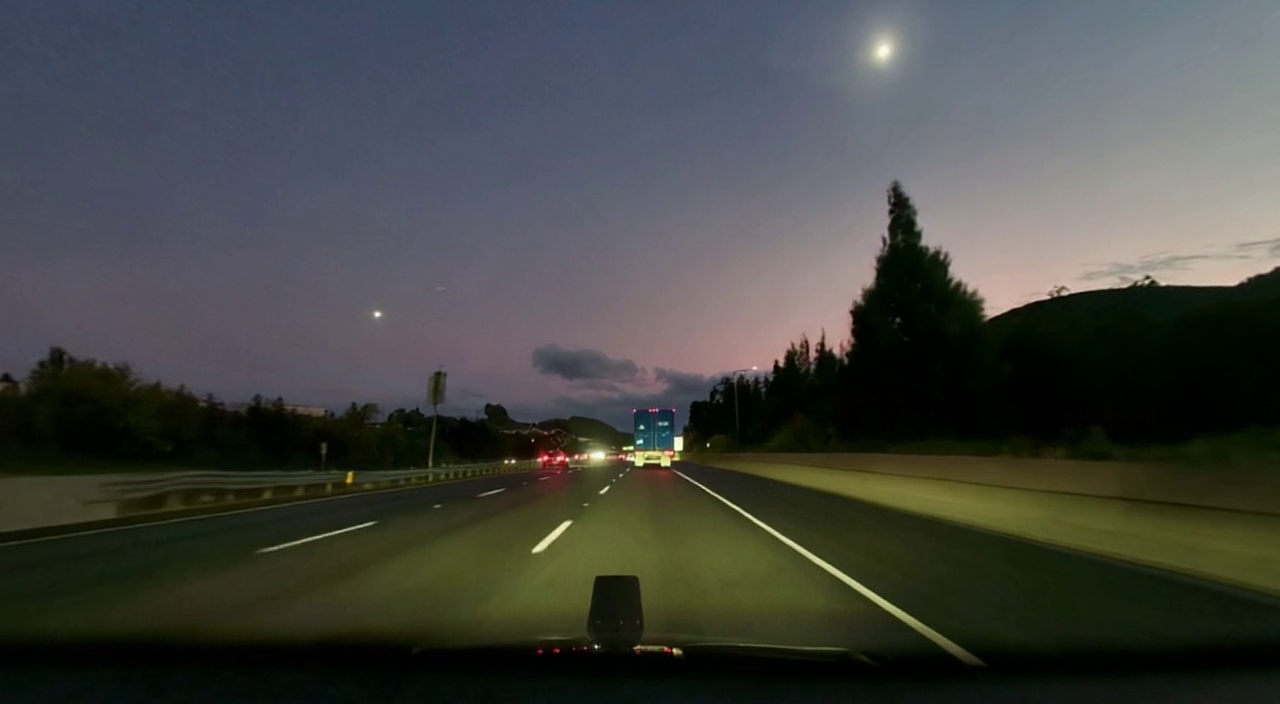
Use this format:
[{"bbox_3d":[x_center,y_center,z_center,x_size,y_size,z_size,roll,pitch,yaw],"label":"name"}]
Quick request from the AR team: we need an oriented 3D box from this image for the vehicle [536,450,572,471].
[{"bbox_3d":[-6.544,8.260,48.287,2.017,1.517,4.766,0,-9,1],"label":"vehicle"}]
